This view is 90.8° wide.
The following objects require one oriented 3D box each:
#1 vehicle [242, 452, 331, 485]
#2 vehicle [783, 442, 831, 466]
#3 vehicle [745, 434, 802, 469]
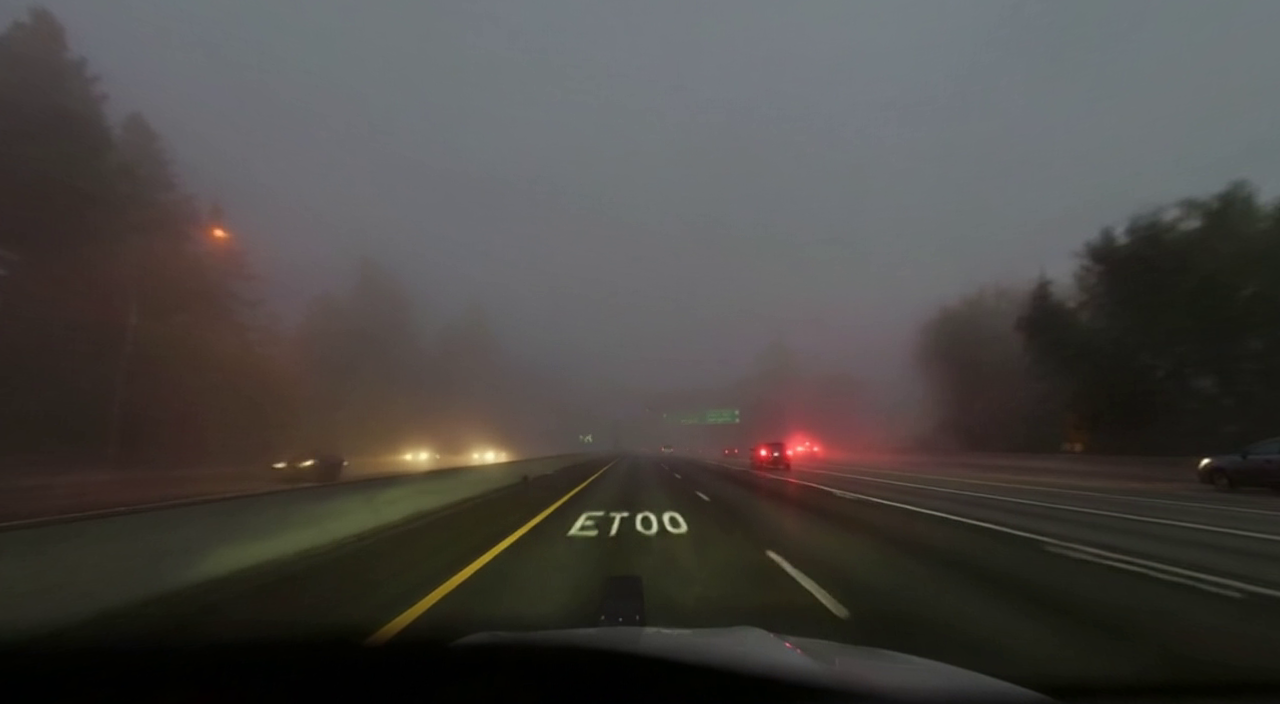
[{"bbox_3d":[-17.540,5.775,31.655,1.851,1.492,4.531,0,-9,0],"label":"vehicle"},{"bbox_3d":[10.859,6.684,41.447,1.931,1.479,4.183,0,-9,-1],"label":"vehicle"},{"bbox_3d":[7.370,5.551,35.335,2.098,1.820,4.505,0,-9,-2],"label":"vehicle"}]
